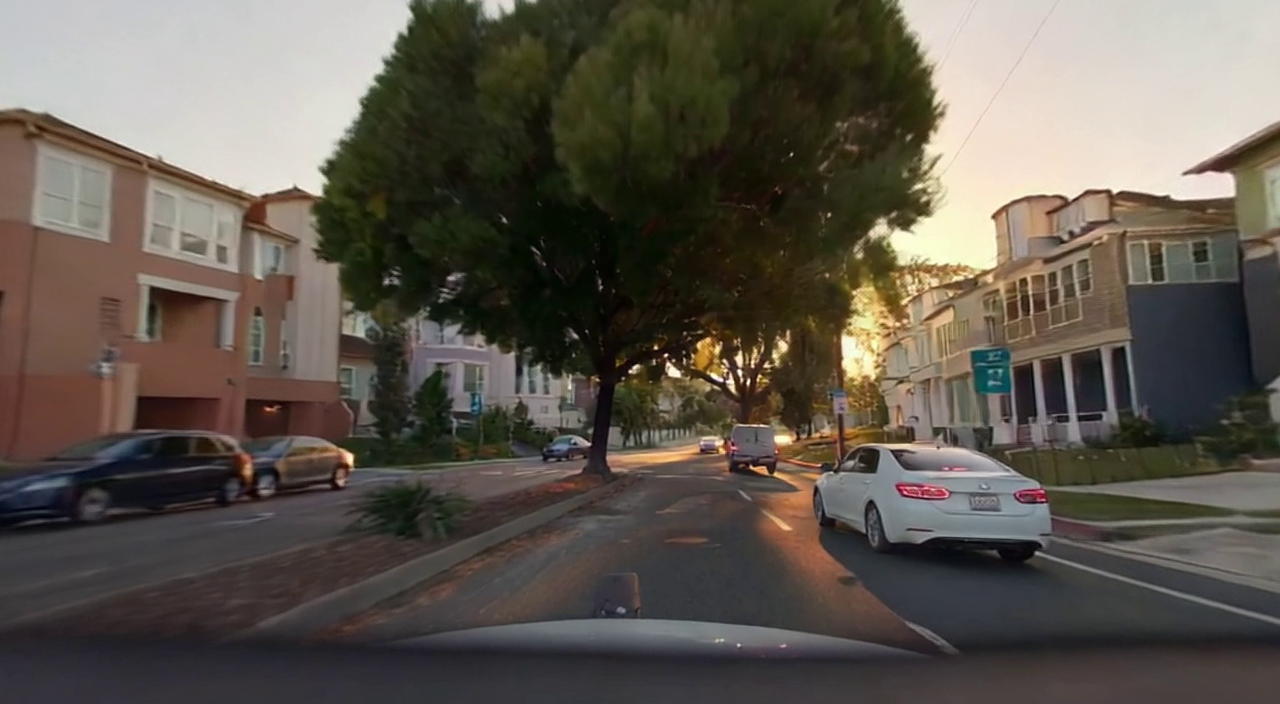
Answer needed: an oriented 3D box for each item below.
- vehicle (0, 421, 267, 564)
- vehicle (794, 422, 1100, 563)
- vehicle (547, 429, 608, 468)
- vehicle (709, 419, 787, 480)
[{"bbox_3d":[-7.789,1.795,8.984,2.023,1.518,4.388,-2,-6,5],"label":"vehicle"},{"bbox_3d":[3.998,1.911,9.367,2.096,1.552,4.519,0,-9,-3],"label":"vehicle"},{"bbox_3d":[-3.388,5.320,35.088,2.069,1.820,4.388,-4,-6,12],"label":"vehicle"},{"bbox_3d":[3.809,3.561,23.076,2.109,2.002,4.424,0,-9,1],"label":"vehicle"}]
